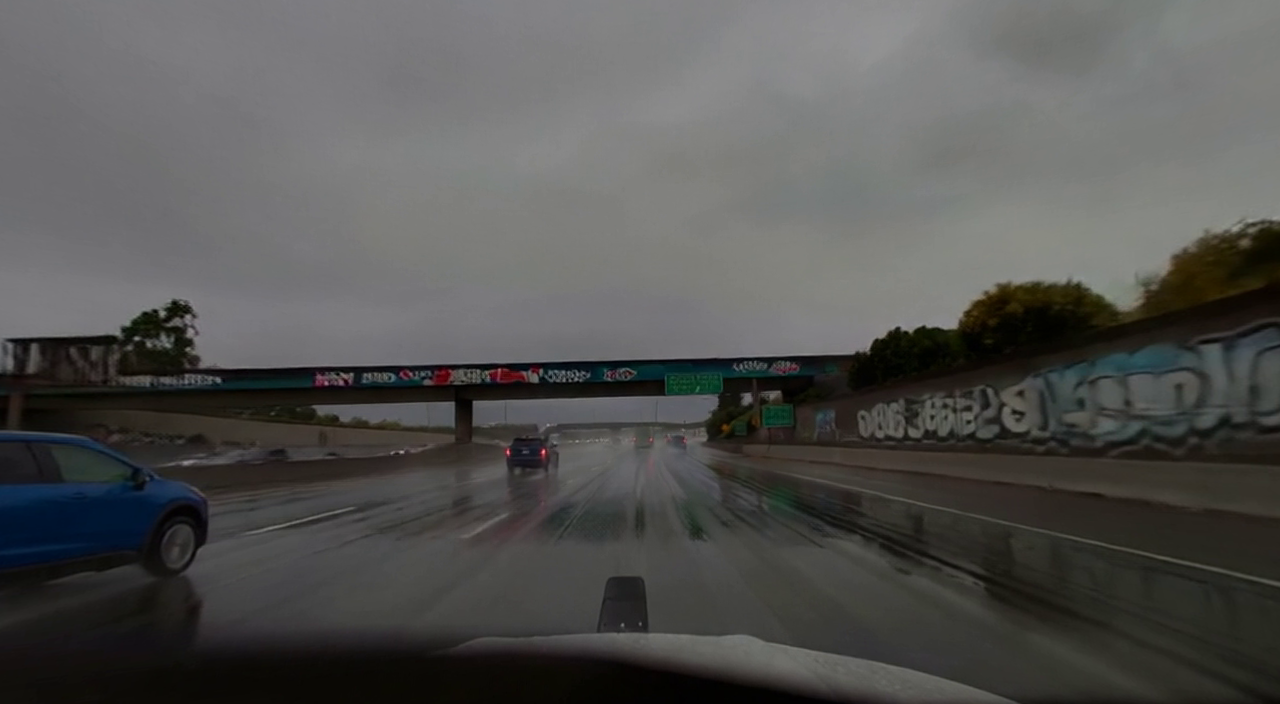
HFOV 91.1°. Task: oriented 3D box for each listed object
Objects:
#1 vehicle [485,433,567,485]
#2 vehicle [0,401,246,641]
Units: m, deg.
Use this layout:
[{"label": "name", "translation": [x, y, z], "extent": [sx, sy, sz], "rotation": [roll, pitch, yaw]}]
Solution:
[{"label": "vehicle", "translation": [-4.030, 3.866, 23.005], "extent": [2.154, 1.693, 4.394], "rotation": [0, -8, 1]}, {"label": "vehicle", "translation": [-5.384, 1.258, 4.968], "extent": [1.969, 1.633, 3.962], "rotation": [0, -8, -1]}]
